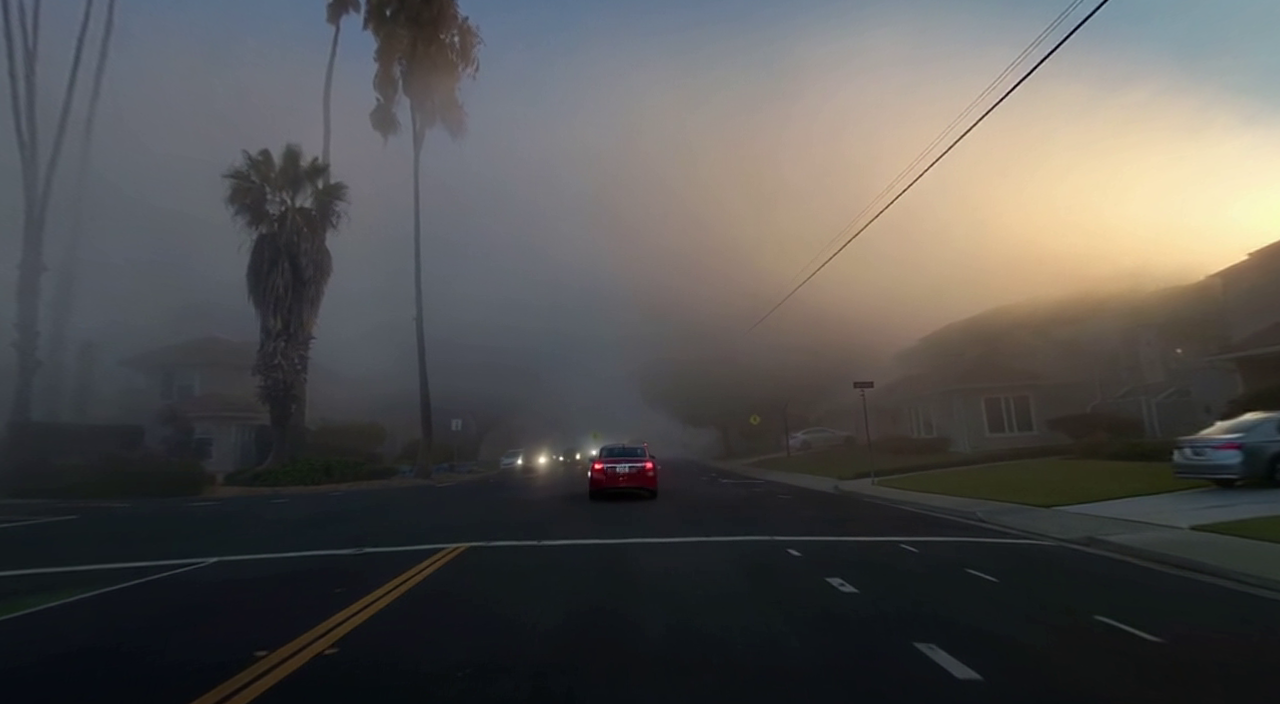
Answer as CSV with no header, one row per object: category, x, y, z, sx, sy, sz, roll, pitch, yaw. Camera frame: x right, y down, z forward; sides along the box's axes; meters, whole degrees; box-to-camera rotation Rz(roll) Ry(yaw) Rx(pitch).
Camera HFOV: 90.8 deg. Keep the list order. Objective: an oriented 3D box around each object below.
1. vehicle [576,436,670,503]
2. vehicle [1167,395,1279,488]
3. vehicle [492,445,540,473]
vehicle,-0.423,2.952,16.298,2.098,1.483,4.099,0,-9,-1
vehicle,14.164,1.879,13.253,4.343,1.807,1.914,0,-9,2
vehicle,-7.931,6.877,40.746,2.069,1.441,4.368,-3,-7,2
